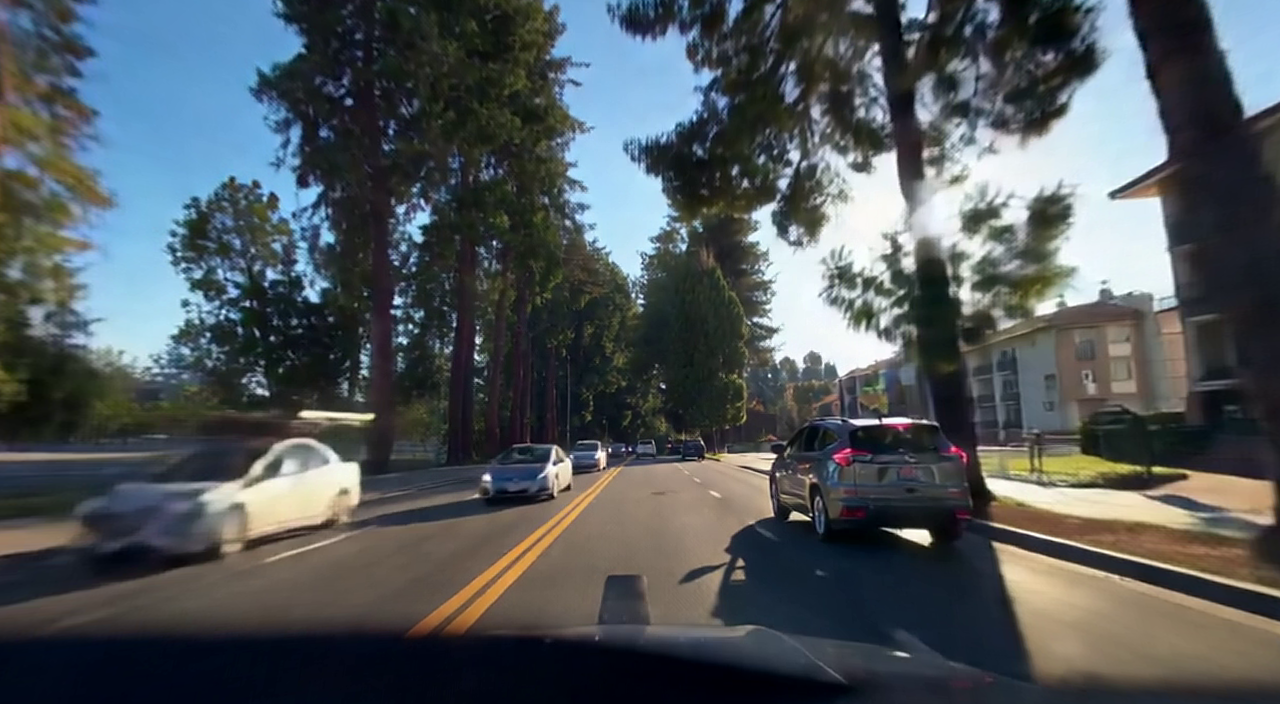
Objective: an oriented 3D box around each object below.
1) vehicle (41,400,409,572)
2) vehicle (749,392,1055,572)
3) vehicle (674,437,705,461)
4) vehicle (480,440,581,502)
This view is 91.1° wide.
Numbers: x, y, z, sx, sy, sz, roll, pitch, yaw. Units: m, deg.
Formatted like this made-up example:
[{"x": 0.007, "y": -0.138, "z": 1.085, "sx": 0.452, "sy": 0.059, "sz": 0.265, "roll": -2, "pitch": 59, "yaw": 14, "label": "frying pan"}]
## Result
[{"x": -6.044, "y": 2.027, "z": 10.407, "sx": 2.200, "sy": 2.041, "sz": 5.550, "roll": -1, "pitch": -9, "yaw": 1, "label": "vehicle"}, {"x": 3.240, "y": 1.765, "z": 9.304, "sx": 2.219, "sy": 1.881, "sz": 5.104, "roll": 0, "pitch": -9, "yaw": -1, "label": "vehicle"}, {"x": 3.834, "y": 7.663, "z": 49.540, "sx": 2.069, "sy": 1.791, "sz": 4.422, "roll": 0, "pitch": -9, "yaw": 0, "label": "vehicle"}, {"x": -2.749, "y": 3.091, "z": 16.690, "sx": 1.941, "sy": 1.409, "sz": 3.975, "roll": -1, "pitch": -9, "yaw": 1, "label": "vehicle"}]
